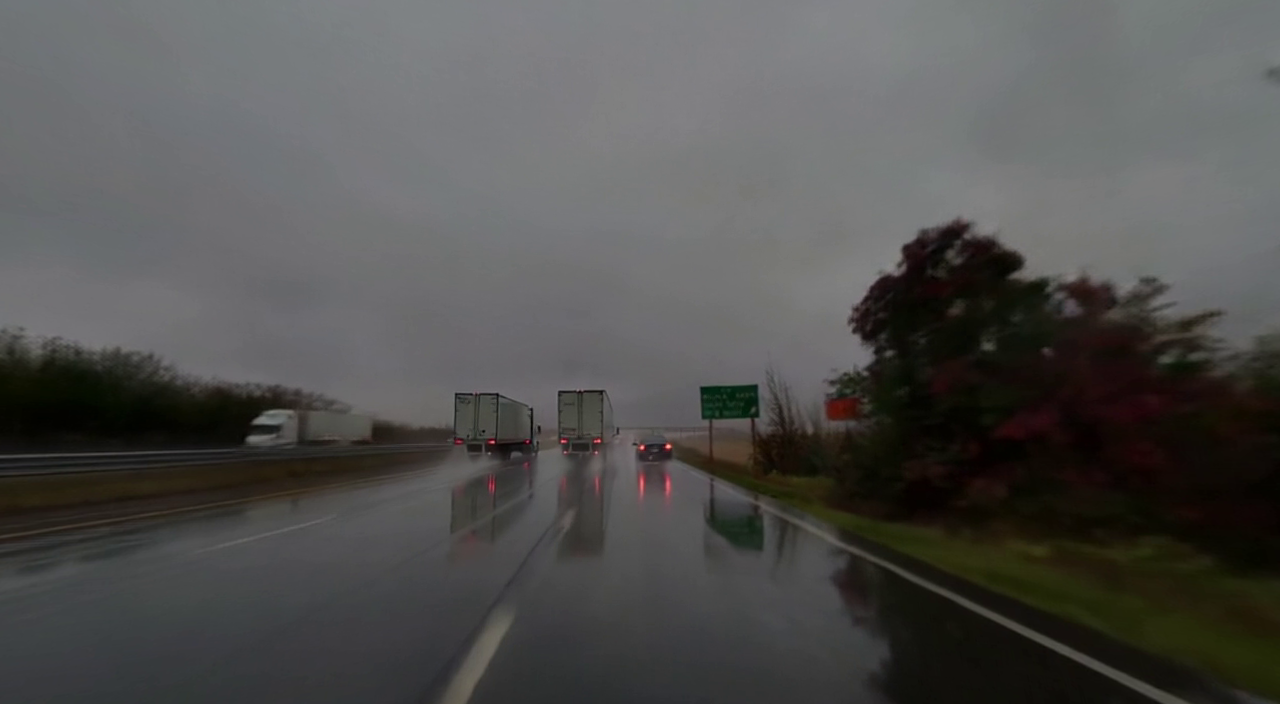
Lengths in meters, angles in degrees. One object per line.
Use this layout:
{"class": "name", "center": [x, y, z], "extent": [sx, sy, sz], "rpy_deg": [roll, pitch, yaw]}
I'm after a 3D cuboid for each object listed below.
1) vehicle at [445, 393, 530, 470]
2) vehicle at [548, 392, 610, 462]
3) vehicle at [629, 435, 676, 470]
{"class": "vehicle", "center": [-7.431, 4.056, 31.791], "extent": [2.728, 3.405, 7.096], "rpy_deg": [0, -8, -2]}
{"class": "vehicle", "center": [-3.984, 5.572, 45.446], "extent": [3.475, 4.037, 17.454], "rpy_deg": [0, -8, -2]}
{"class": "vehicle", "center": [0.507, 4.538, 28.670], "extent": [1.891, 1.477, 3.599], "rpy_deg": [0, -8, -3]}
